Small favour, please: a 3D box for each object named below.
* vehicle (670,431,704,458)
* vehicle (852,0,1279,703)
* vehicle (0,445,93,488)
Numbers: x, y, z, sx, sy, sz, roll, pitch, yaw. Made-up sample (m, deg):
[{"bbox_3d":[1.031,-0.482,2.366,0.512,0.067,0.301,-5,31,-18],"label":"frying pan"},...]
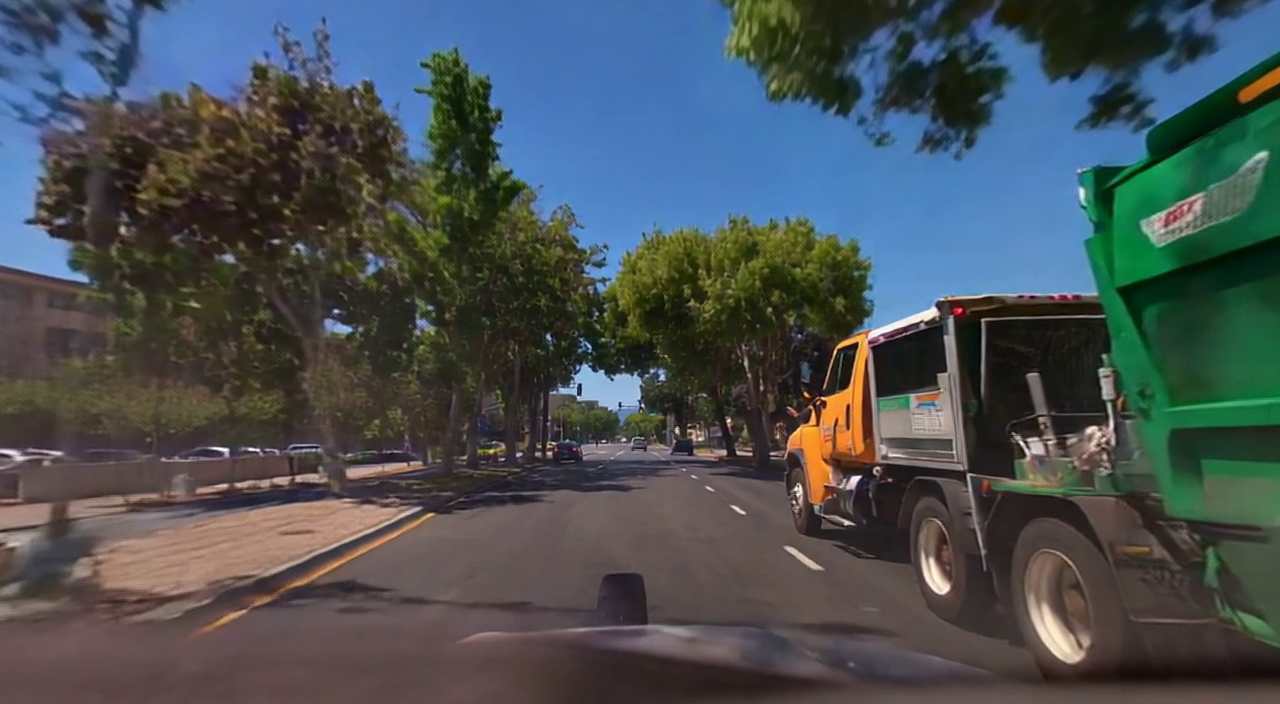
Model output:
[{"bbox_3d":[3.520,7.023,47.978,2.099,1.936,4.575,0,-9,-1],"label":"vehicle"},{"bbox_3d":[3.828,-0.102,1.828,2.731,3.407,10.262,0,-9,-1],"label":"vehicle"},{"bbox_3d":[-28.023,5.200,28.547,1.978,1.781,4.917,-3,-11,3],"label":"vehicle"}]
